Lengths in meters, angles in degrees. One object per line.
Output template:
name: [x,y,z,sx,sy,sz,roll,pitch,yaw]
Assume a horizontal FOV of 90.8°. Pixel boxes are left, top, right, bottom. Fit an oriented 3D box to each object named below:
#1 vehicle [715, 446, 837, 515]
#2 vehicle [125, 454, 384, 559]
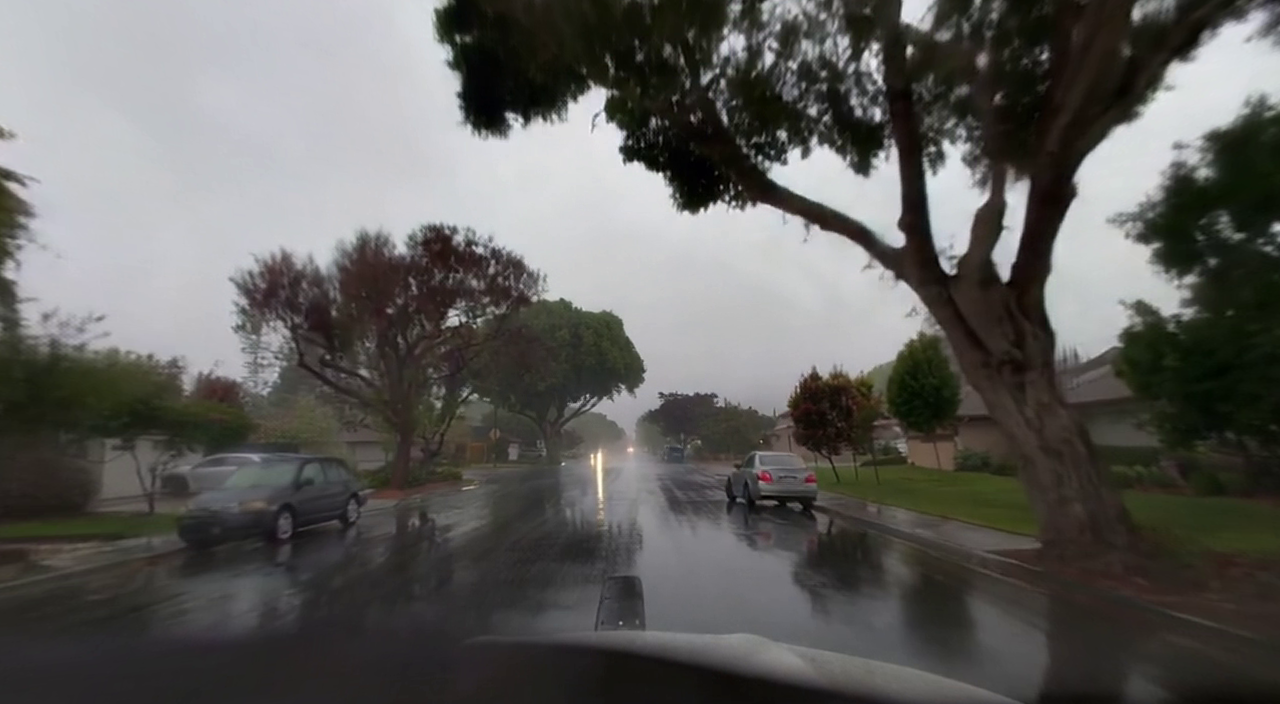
vehicle: [3.245,3.142,16.054,1.986,1.476,4.306,0,-9,-3]
vehicle: [-6.649,2.660,11.685,2.035,1.480,4.508,0,-9,-1]
